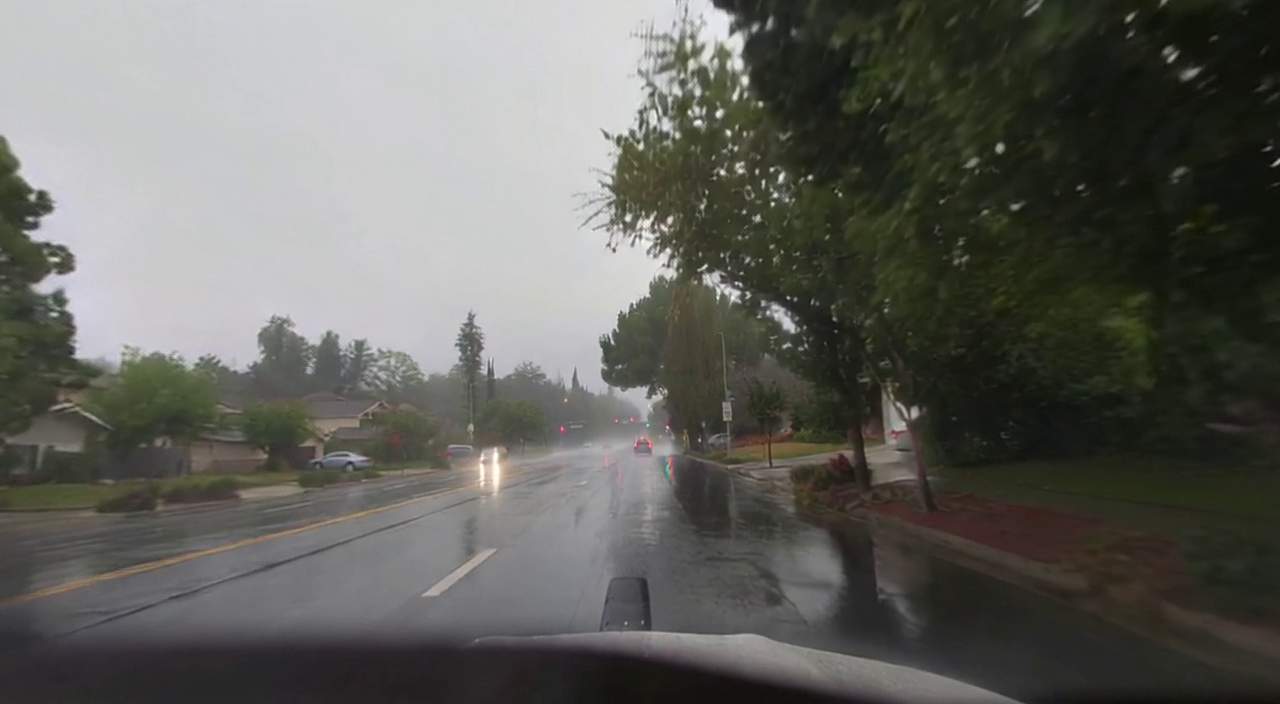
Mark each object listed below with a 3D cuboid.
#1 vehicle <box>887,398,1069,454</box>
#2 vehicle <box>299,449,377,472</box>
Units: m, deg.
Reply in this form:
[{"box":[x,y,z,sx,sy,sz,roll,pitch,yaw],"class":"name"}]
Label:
[{"box":[11.276,2.580,21.482,4.996,1.563,1.984,-5,-9,15],"class":"vehicle"},{"box":[-22.587,8.136,47.333,4.791,1.564,2.125,0,-8,-5],"class":"vehicle"}]
